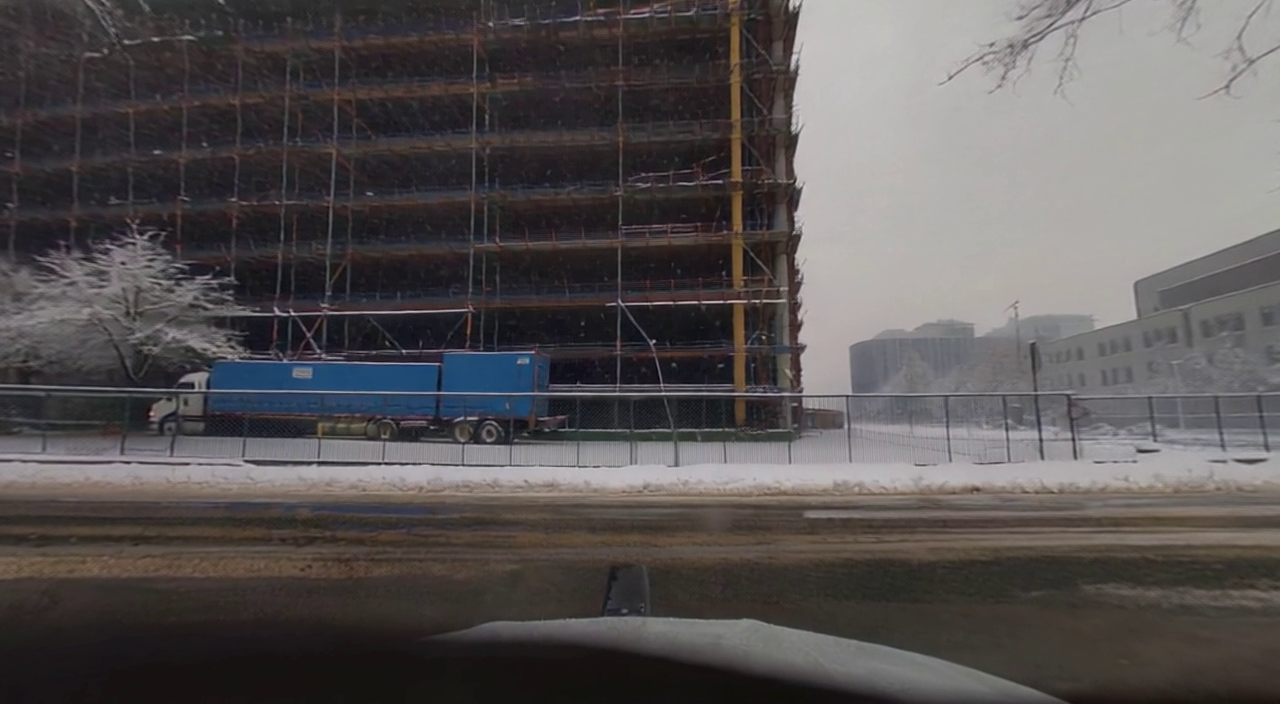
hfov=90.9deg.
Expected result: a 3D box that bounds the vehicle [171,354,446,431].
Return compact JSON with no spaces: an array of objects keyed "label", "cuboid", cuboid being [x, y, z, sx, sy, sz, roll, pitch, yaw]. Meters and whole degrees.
[{"label":"vehicle","cuboid":[-19.199,2.571,37.641,14.067,4.099,2.832,2,-8,-10]}]
